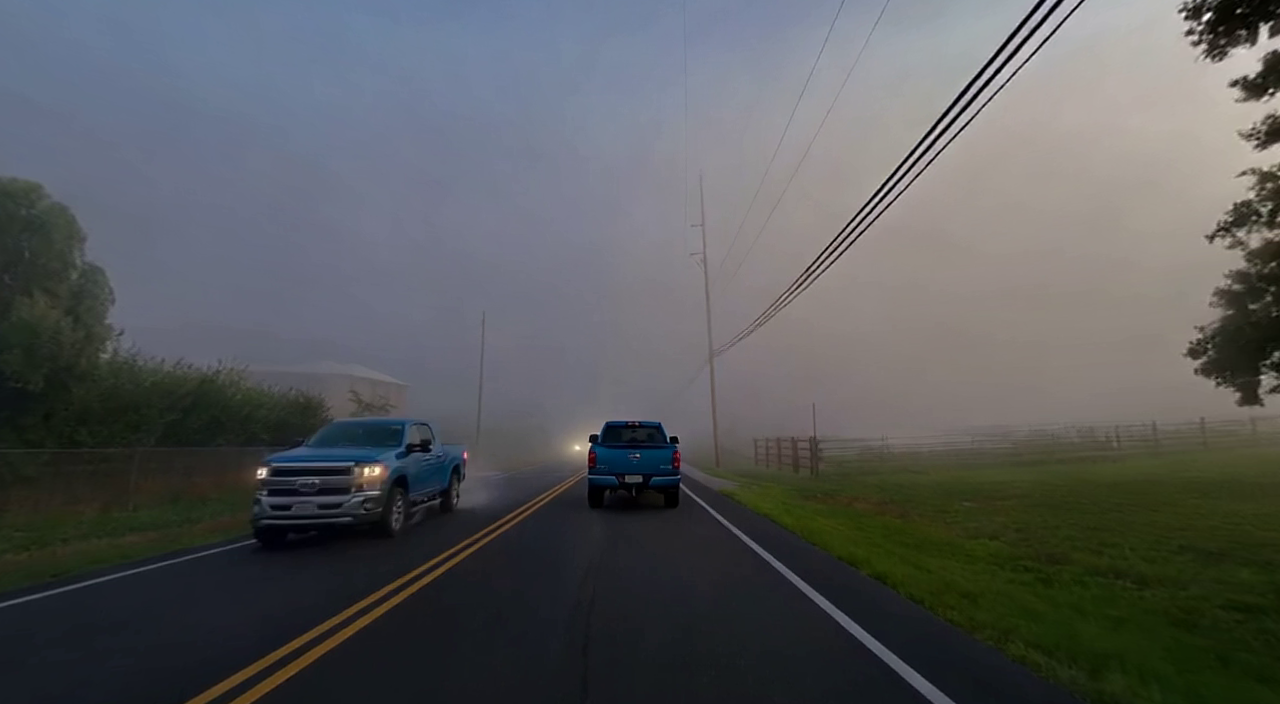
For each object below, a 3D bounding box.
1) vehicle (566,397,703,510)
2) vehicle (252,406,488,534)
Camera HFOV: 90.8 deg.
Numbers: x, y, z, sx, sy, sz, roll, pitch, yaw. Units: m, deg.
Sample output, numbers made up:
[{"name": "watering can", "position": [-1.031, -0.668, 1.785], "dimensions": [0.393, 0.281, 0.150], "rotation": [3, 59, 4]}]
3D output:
[{"name": "vehicle", "position": [-0.174, 2.439, 15.479], "dimensions": [2.693, 2.223, 5.885], "rotation": [0, -8, -1]}, {"name": "vehicle", "position": [-4.650, 2.132, 11.977], "dimensions": [2.346, 1.907, 4.757], "rotation": [0, -8, 0]}]
